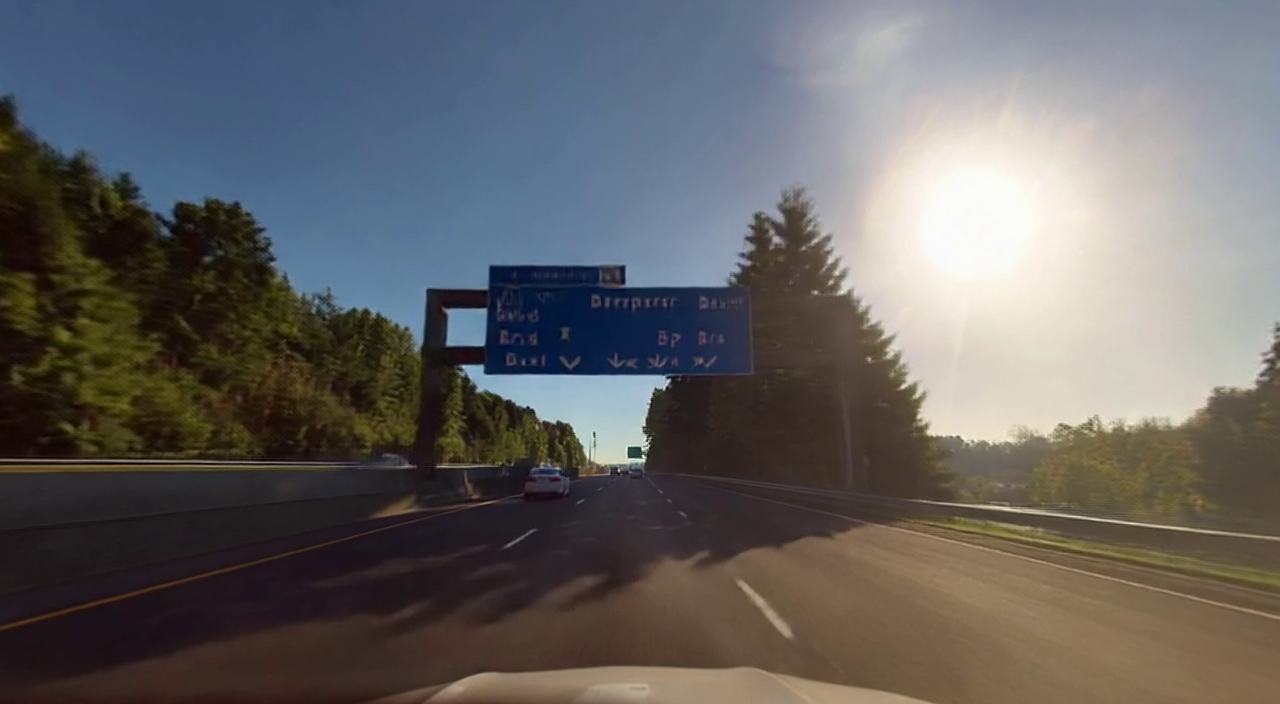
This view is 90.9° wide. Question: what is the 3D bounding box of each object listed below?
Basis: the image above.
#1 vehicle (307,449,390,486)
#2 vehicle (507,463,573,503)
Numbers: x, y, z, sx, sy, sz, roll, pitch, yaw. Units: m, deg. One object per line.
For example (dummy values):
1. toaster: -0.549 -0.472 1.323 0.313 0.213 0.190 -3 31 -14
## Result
1. vehicle: -13.485 5.415 29.474 1.850 1.575 4.224 1 -11 0
2. vehicle: -3.962 5.291 25.631 2.006 1.469 4.050 1 -11 0
